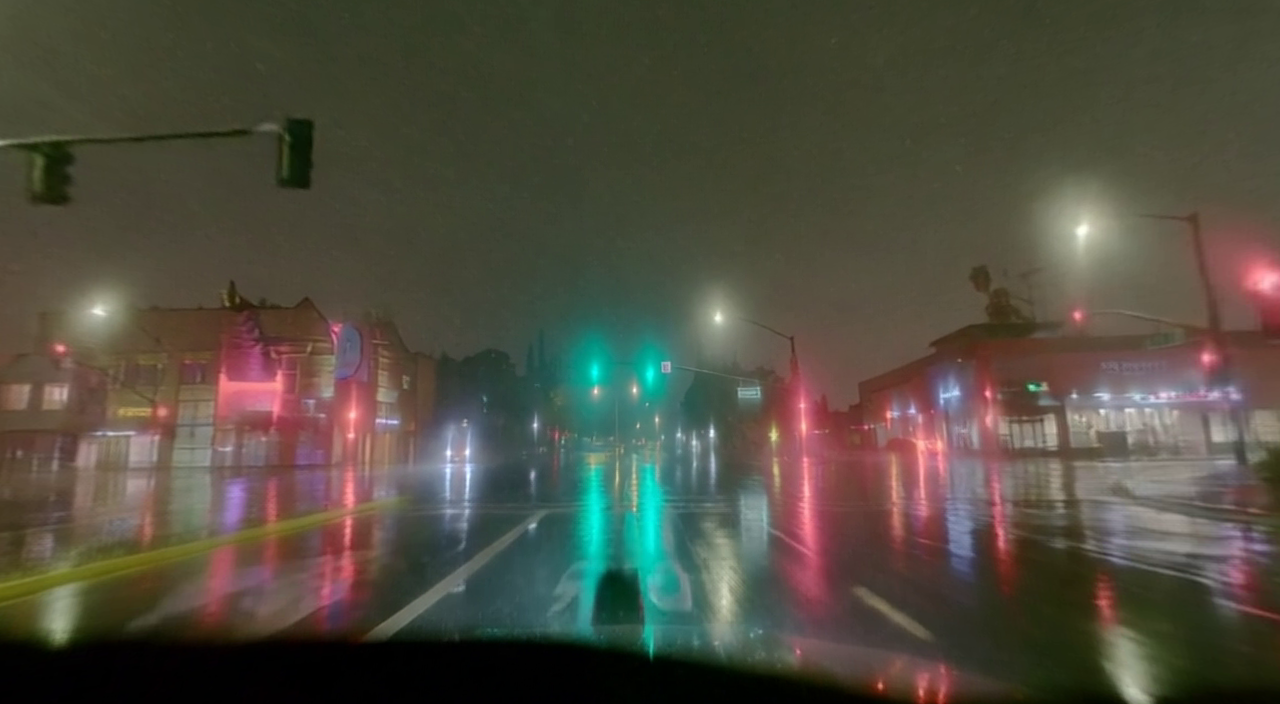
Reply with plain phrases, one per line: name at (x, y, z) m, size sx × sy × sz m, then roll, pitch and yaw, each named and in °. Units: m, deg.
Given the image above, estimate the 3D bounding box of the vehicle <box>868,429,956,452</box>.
vehicle at (21.029, 6.912, 49.051) m, size 5.587 × 1.689 × 2.605 m, roll 0°, pitch -8°, yaw -3°
